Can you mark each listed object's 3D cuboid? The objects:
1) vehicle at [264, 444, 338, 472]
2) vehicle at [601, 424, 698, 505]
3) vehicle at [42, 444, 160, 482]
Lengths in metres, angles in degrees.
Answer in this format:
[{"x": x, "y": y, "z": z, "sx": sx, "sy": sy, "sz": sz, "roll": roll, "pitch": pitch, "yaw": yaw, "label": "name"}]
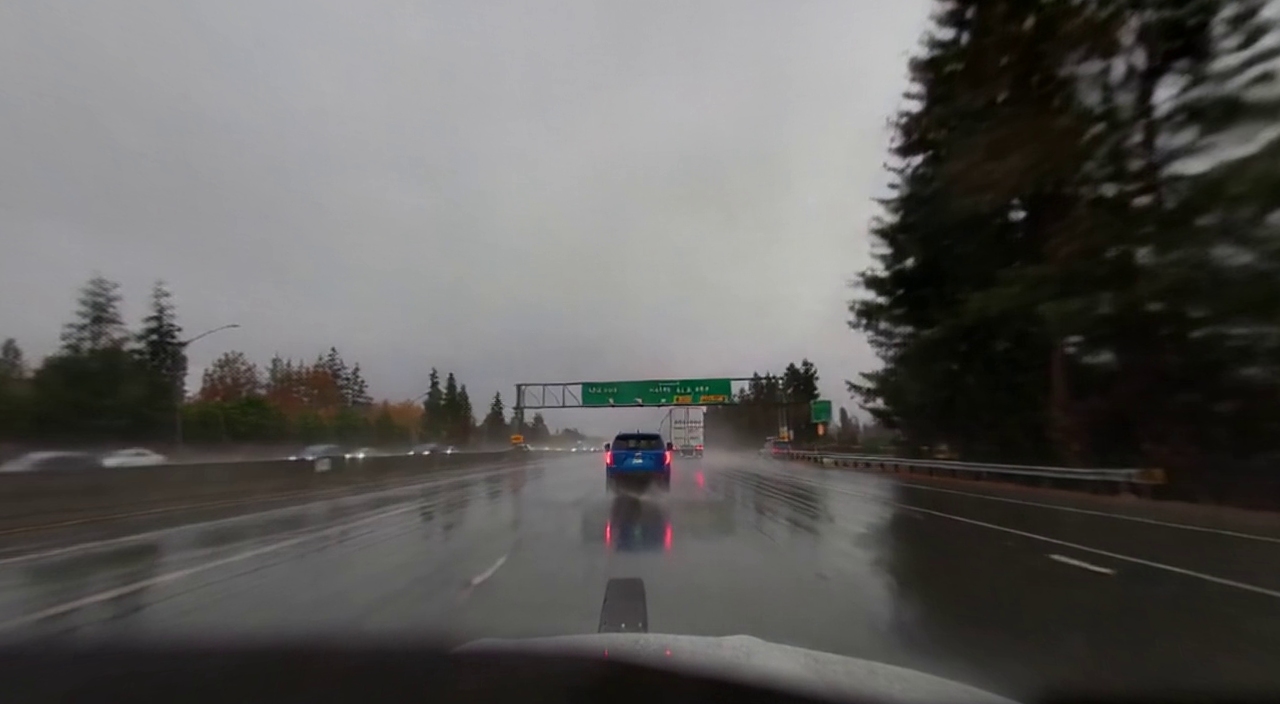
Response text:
[{"x": -22.229, "y": 6.942, "z": 41.398, "sx": 2.071, "sy": 1.723, "sz": 4.786, "roll": -1, "pitch": -8, "yaw": 2, "label": "vehicle"}, {"x": 0.237, "y": 2.688, "z": 15.415, "sx": 2.054, "sy": 1.706, "sz": 4.201, "roll": 0, "pitch": -8, "yaw": 1, "label": "vehicle"}, {"x": -28.766, "y": 5.904, "z": 33.745, "sx": 2.069, "sy": 1.884, "sz": 4.746, "roll": 0, "pitch": -8, "yaw": 0, "label": "vehicle"}]
